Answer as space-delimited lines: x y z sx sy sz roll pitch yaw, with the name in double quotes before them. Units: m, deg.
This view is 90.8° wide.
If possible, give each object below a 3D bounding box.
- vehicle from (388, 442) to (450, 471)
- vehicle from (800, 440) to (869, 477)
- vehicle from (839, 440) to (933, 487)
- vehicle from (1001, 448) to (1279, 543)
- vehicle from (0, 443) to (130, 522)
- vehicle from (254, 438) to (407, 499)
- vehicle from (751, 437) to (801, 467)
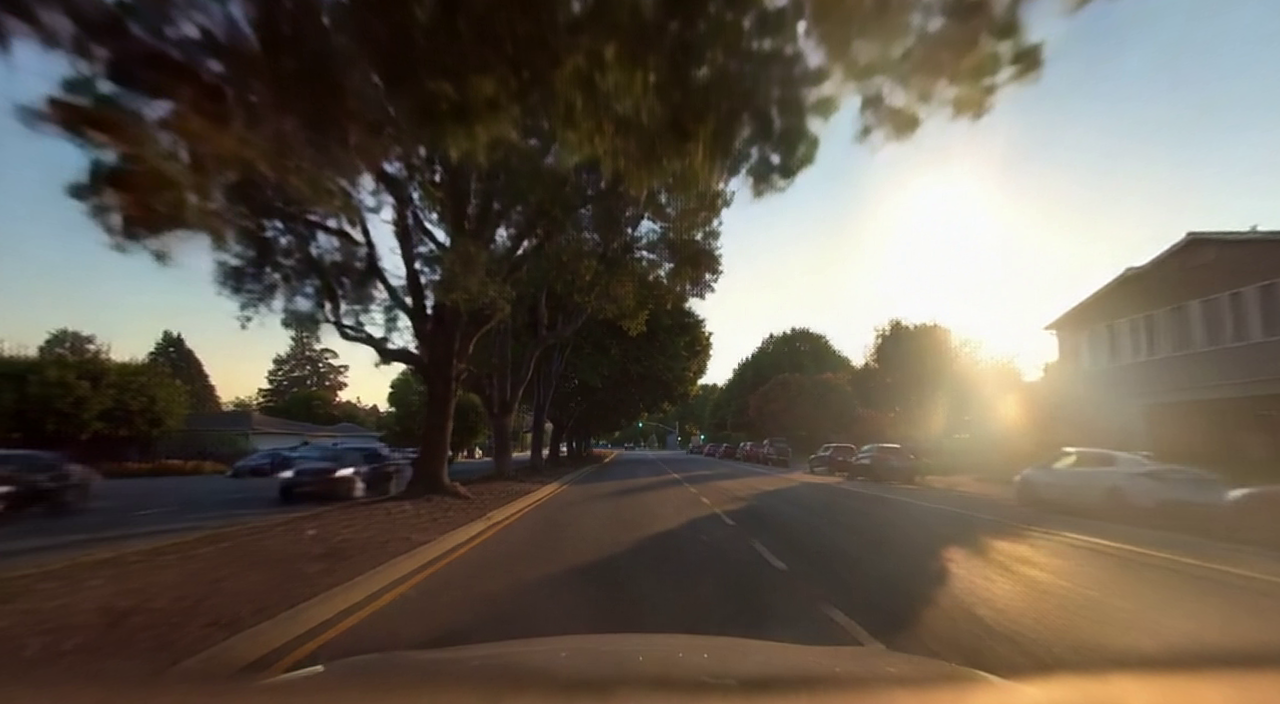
"vehicle" -12.277 5.831 35.444 1.874 1.475 4.453 0 -8 0
"vehicle" 9.567 5.244 31.407 1.949 1.698 4.351 0 -8 -1
"vehicle" 9.689 4.410 25.322 1.885 1.685 4.430 0 -8 -2
"vehicle" 9.534 2.659 12.506 1.918 1.454 4.683 0 -8 -1
"vehicle" -12.608 2.506 12.343 1.769 1.418 4.173 0 -8 0
"vehicle" -8.571 3.239 18.094 1.979 1.484 4.711 0 -8 1
"vehicle" 9.604 7.093 45.074 2.209 1.982 5.787 0 -8 0
